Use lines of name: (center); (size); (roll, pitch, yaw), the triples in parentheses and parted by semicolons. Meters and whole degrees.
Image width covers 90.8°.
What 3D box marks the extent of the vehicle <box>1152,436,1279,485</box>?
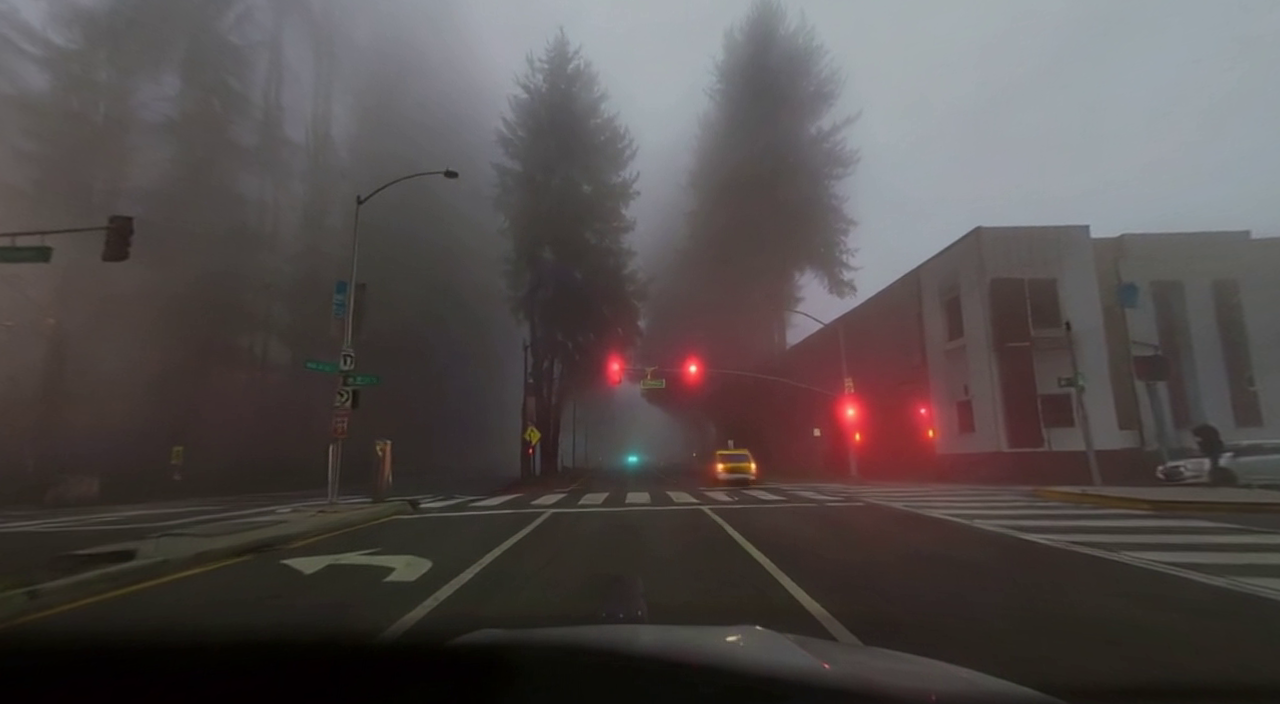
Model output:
vehicle: (21.113, 3.832, 22.504); (3.967, 1.636, 1.932); (-1, -9, 0)

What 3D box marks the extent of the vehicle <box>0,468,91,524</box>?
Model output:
vehicle: (-21.075, 4.680, 20.953); (4.758, 1.549, 2.194); (-4, -9, 21)
